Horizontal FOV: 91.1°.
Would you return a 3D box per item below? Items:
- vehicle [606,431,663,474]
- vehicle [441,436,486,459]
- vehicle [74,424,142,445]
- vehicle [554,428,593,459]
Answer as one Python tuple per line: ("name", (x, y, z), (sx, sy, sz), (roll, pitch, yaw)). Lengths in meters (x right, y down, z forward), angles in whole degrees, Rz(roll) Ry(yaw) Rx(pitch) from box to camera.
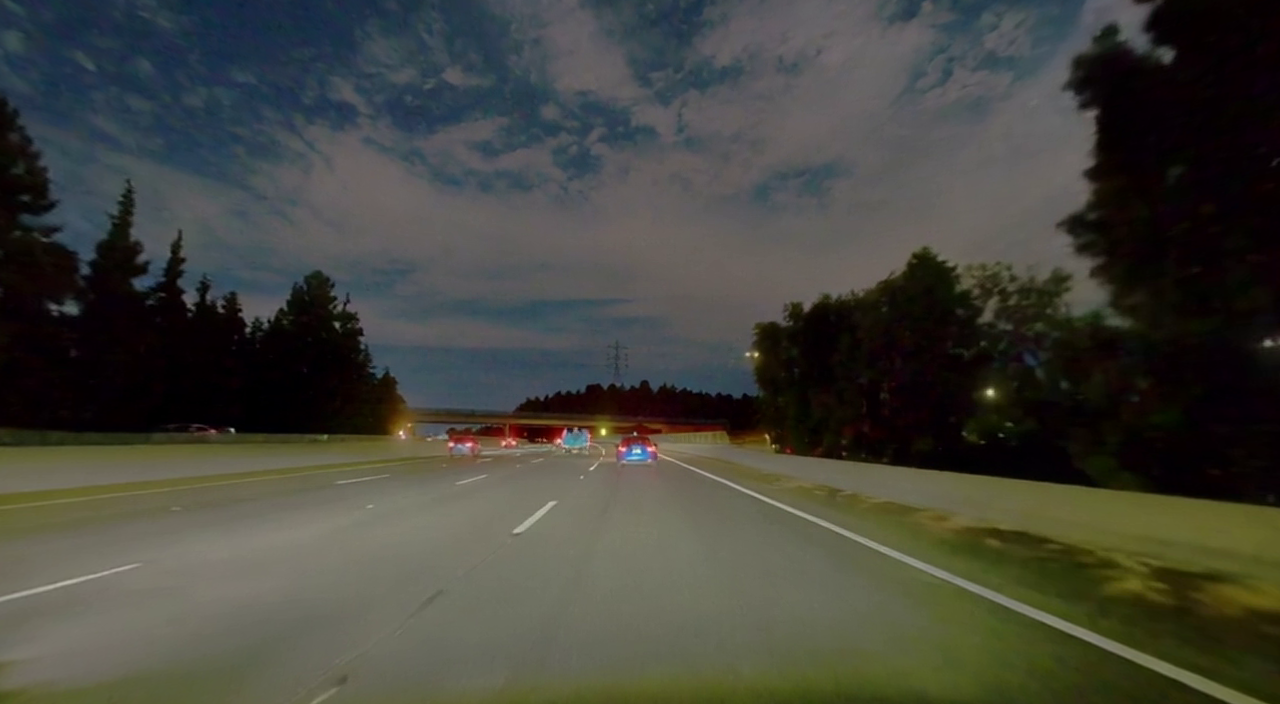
("vehicle", (-0.228, 3.764, 23.730), (1.954, 1.460, 3.983), (0, -8, -1))
("vehicle", (-11.890, 6.469, 42.550), (1.844, 1.446, 4.395), (0, -8, -2))
("vehicle", (-37.741, 5.906, 44.633), (1.624, 1.394, 3.703), (0, -9, -1))
("vehicle", (-4.075, 5.700, 39.135), (2.174, 1.806, 3.932), (1, -8, -2))
